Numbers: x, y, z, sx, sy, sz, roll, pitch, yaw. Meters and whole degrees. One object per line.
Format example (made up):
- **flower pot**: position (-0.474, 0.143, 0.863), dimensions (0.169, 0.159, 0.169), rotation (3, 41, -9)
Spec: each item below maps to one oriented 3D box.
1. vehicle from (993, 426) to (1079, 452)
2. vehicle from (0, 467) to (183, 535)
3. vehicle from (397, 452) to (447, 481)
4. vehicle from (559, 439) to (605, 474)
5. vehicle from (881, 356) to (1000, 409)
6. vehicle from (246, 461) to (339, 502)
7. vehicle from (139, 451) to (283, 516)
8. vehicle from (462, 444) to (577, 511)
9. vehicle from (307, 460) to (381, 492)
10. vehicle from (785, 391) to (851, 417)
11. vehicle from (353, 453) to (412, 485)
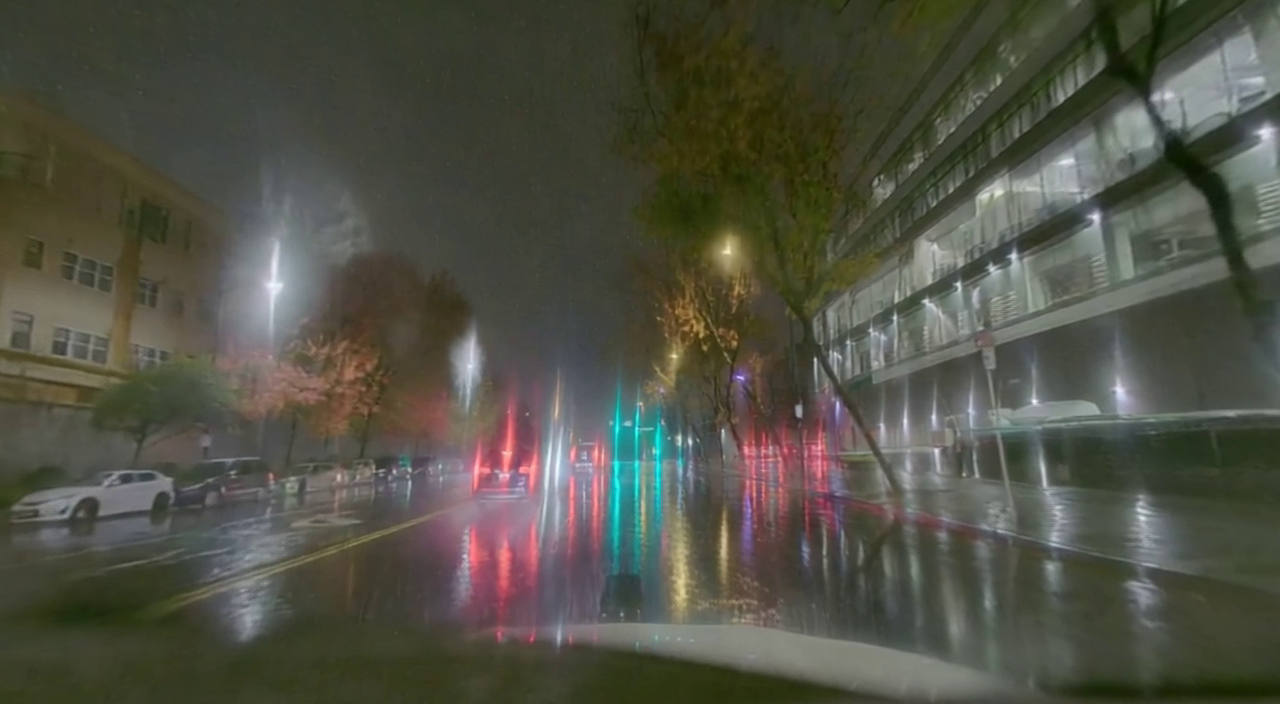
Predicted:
- **vehicle**: position (25.521, 5.624, 40.780), dimensions (4.215, 1.545, 1.897), rotation (0, -8, 0)
- **vehicle**: position (-15.687, 4.171, 18.121), dimensions (1.775, 1.461, 4.433), rotation (-3, -9, 2)
- **vehicle**: position (-16.171, 8.465, 47.037), dimensions (2.079, 1.847, 4.592), rotation (-5, -9, -1)
- **vehicle**: position (-3.254, 5.954, 36.307), dimensions (2.190, 1.840, 4.720), rotation (0, -8, 0)
- **vehicle**: position (12.514, 1.319, 26.508), dimensions (3.932, 1.743, 1.695), rotation (-5, -8, 3)
- **vehicle**: position (-15.672, 5.831, 28.787), dimensions (1.942, 1.431, 4.553), rotation (-5, -9, -3)
- **vehicle**: position (-15.601, 4.747, 23.399), dimensions (2.129, 1.967, 4.907), rotation (-4, -9, -3)
- **vehicle**: position (-2.866, 3.074, 16.032), dimensions (2.051, 1.454, 4.132), rotation (0, -8, 1)
- **vehicle**: position (-15.848, 6.619, 34.119), dimensions (1.871, 1.485, 4.573), rotation (0, -8, -1)
- **vehicle**: position (11.821, 3.503, 42.075), dimensions (3.827, 1.556, 1.730), rotation (-1, -9, 0)
- **vehicle**: position (-16.108, 7.328, 39.787), dimensions (1.897, 1.805, 4.538), rotation (0, -8, -2)
